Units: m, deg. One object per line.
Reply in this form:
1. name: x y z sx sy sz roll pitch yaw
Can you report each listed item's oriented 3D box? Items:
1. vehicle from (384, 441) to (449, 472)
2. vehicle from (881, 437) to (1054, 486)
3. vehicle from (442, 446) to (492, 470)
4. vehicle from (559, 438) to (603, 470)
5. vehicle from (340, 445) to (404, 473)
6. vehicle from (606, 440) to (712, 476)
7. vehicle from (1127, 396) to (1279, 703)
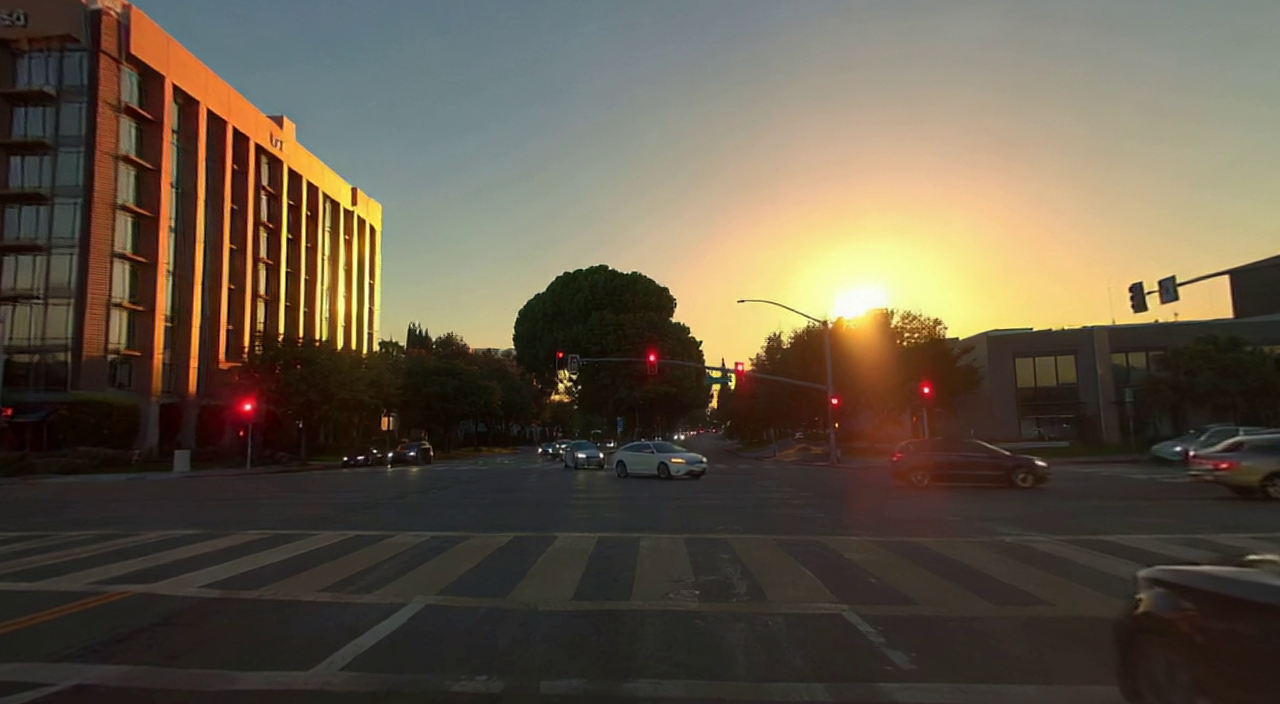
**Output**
1. vehicle: -15.130 7.107 43.136 2.340 1.946 5.450 -1 -9 1
2. vehicle: 10.431 3.538 20.580 4.637 1.461 2.109 -3 -9 18
3. vehicle: -11.636 7.143 42.791 2.003 1.476 4.297 -1 -9 2
4. vehicle: -3.361 5.685 35.335 1.950 1.629 4.385 2 -9 -12
5. vehicle: -18.543 7.403 44.027 2.237 1.842 5.116 0 -9 0
6. vehicle: 0.706 4.615 27.744 2.115 1.445 4.864 6 -11 -36
7. vehicle: 3.254 0.604 0.260 2.106 1.472 4.900 0 -9 -2
